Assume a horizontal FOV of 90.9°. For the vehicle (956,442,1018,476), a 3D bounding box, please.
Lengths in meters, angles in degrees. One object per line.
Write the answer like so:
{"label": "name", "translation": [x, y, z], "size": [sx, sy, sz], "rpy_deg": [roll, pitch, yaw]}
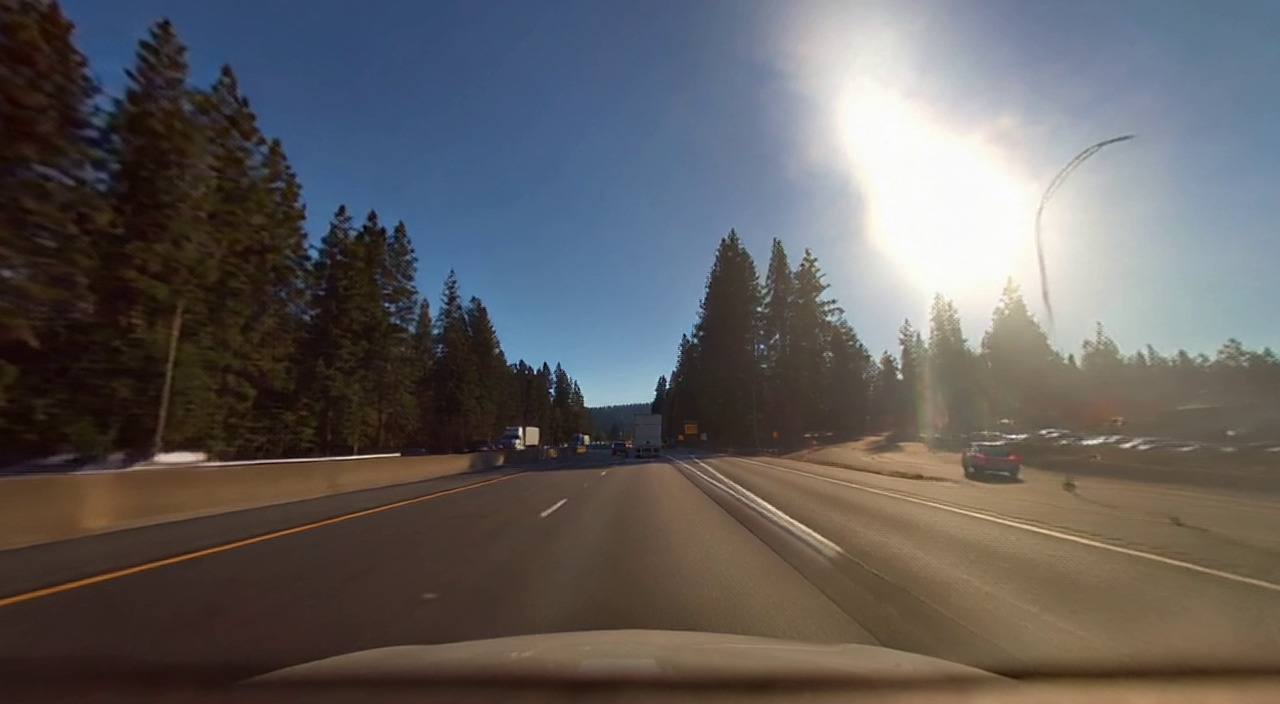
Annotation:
{"label": "vehicle", "translation": [25.180, 7.697, 45.702], "size": [2.607, 2.287, 4.629], "rpy_deg": [-9, -12, 43]}
